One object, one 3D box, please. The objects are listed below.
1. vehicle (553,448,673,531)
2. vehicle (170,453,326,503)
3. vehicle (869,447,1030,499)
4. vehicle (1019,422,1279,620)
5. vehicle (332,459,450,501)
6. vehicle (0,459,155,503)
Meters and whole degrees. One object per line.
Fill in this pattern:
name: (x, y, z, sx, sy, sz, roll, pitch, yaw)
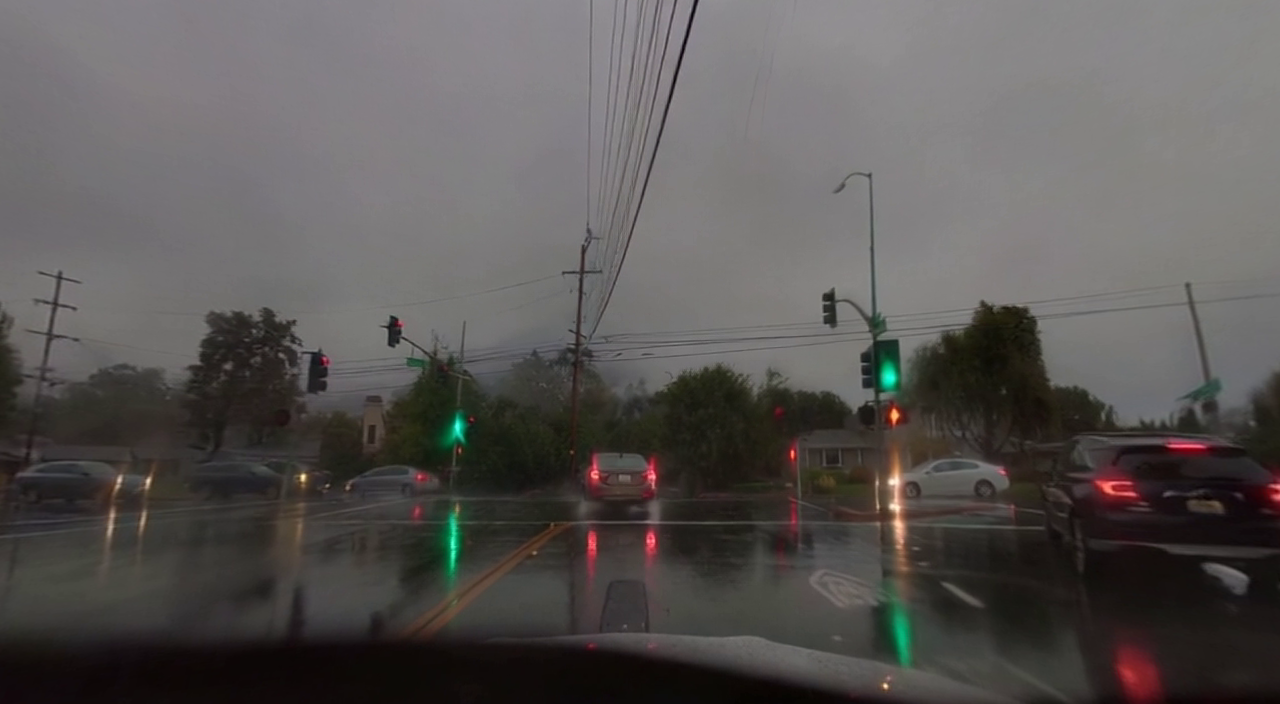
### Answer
vehicle: (-0.805, 2.956, 14.278, 2.078, 1.506, 4.512, 2, -8, -11)
vehicle: (-14.124, 4.522, 22.864, 4.485, 1.625, 1.980, -1, -8, 9)
vehicle: (10.827, 4.255, 22.414, 4.600, 1.722, 2.074, -1, -8, 6)
vehicle: (6.360, 1.816, 7.822, 1.969, 1.738, 4.515, -3, -9, 21)
vehicle: (-10.378, 5.275, 26.300, 4.343, 1.492, 2.063, -4, -9, 24)
vehicle: (-21.356, 4.833, 23.854, 4.736, 1.475, 1.921, -1, -8, 9)
